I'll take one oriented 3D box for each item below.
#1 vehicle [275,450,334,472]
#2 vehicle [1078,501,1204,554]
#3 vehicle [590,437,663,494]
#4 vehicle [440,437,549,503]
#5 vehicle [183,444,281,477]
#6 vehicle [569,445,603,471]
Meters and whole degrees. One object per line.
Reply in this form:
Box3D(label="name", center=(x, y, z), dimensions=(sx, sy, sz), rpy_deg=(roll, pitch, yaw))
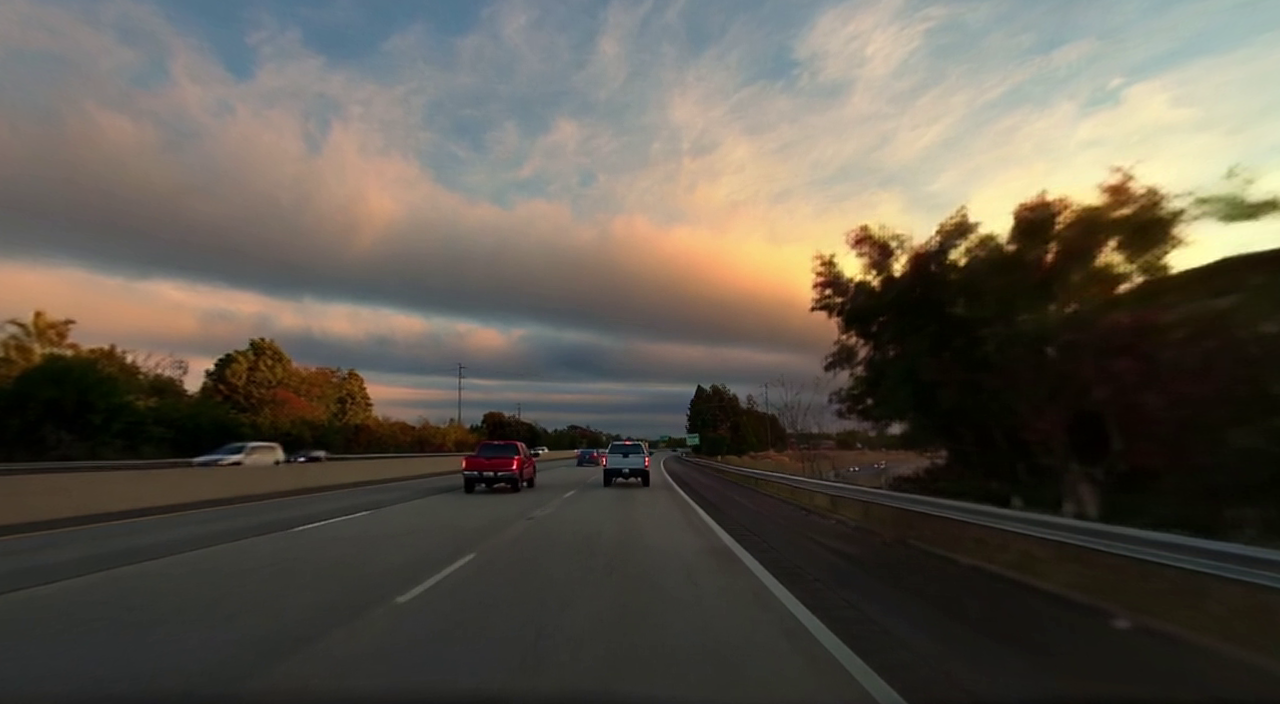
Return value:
Box3D(label="vehicle", center=(-24.524, 7.978, 46.382), dimensions=(1.883, 1.458, 4.499), rpy_deg=(0, -8, 0))
Box3D(label="vehicle", center=(20.933, 7.318, 26.692), dimensions=(1.956, 1.594, 4.425), rpy_deg=(-1, -8, 5))
Box3D(label="vehicle", center=(-0.385, 3.879, 22.014), dimensions=(2.293, 1.753, 4.380), rpy_deg=(0, -8, 1))
Box3D(label="vehicle", center=(-4.174, 3.465, 19.098), dimensions=(2.038, 1.704, 5.181), rpy_deg=(0, -8, 0))
Box3D(label="vehicle", center=(-21.649, 5.754, 33.786), dimensions=(2.053, 1.639, 4.685), rpy_deg=(0, -8, 1))
Box3D(label="vehicle", center=(-3.907, 7.794, 46.590), dimensions=(1.991, 1.776, 4.333), rpy_deg=(0, -8, 2))
